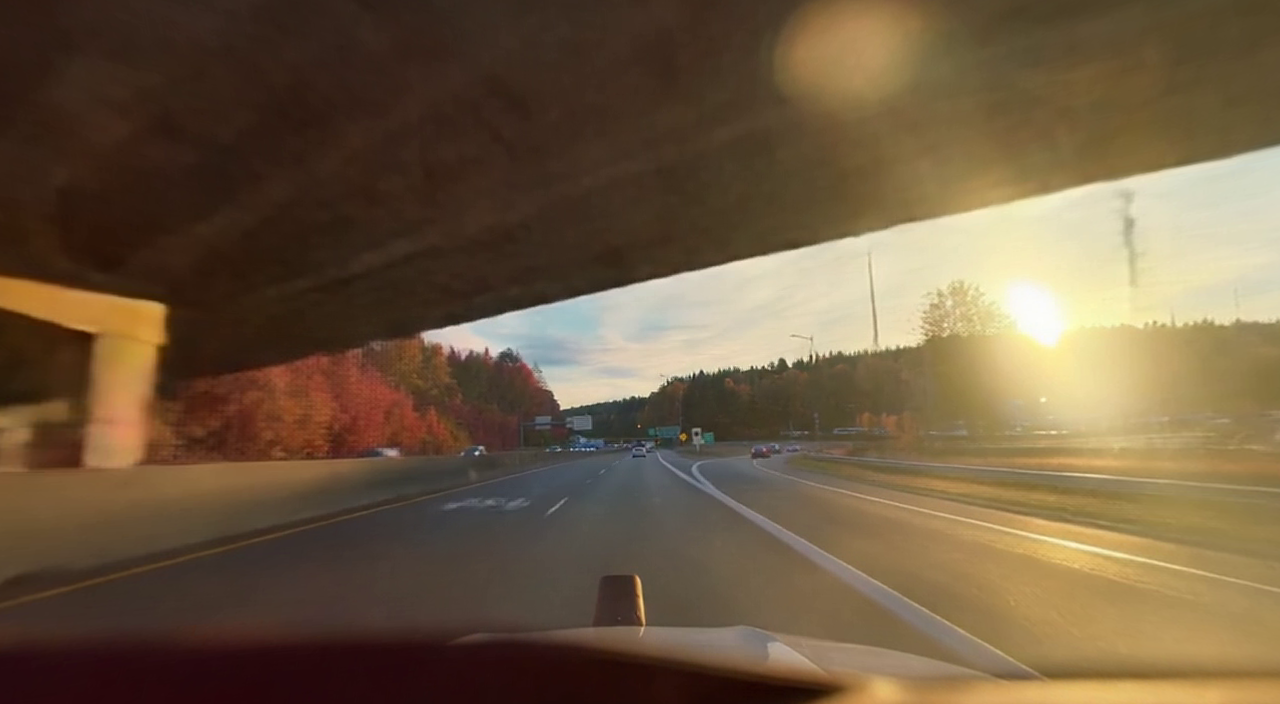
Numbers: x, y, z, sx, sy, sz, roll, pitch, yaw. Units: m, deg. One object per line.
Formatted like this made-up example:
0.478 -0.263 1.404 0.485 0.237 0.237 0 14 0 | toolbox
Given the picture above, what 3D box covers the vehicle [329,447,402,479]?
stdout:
-15.821 6.398 36.449 1.965 1.670 4.881 -1 -9 1 | vehicle
